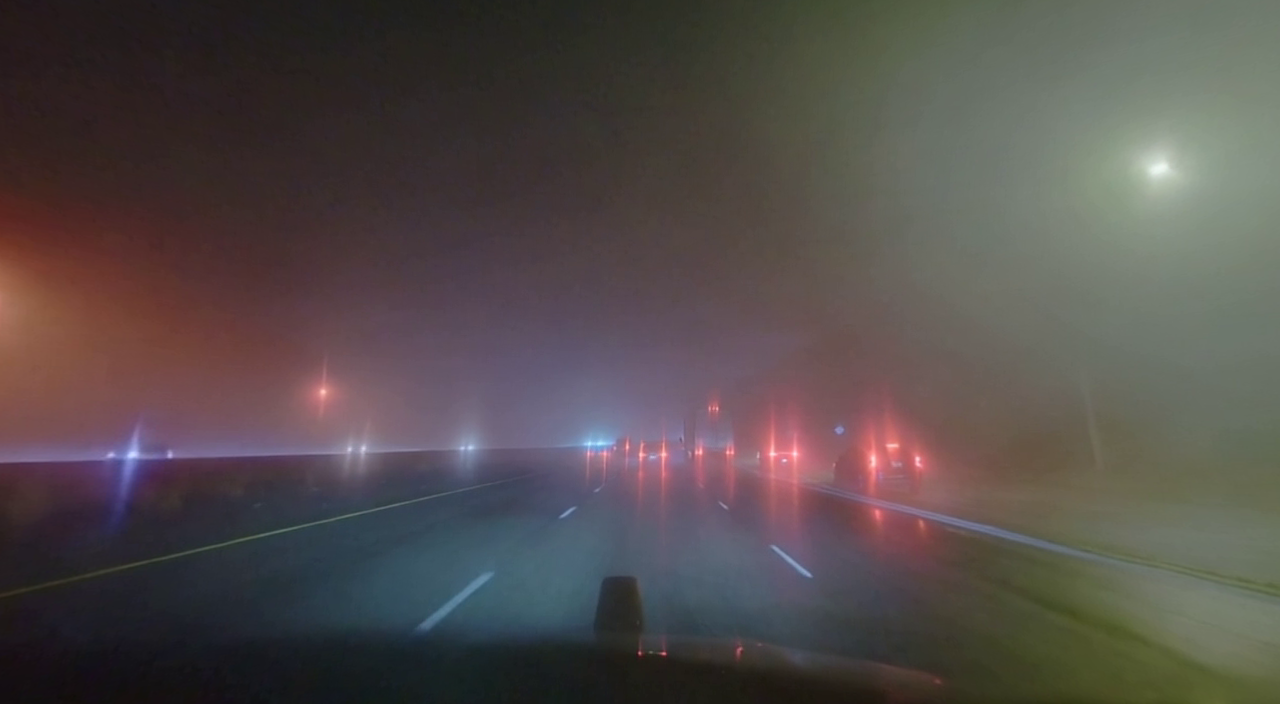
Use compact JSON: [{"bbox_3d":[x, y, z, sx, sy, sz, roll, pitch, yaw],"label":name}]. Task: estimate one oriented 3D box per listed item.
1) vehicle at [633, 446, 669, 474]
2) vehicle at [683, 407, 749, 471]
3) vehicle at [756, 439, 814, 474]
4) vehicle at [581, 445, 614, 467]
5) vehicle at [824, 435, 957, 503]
[{"bbox_3d":[0.614,5.994,35.196,1.866,1.492,3.932,0,-9,1],"label":"vehicle"},{"bbox_3d":[4.704,5.820,41.650,3.130,3.607,11.129,0,-9,1],"label":"vehicle"},{"bbox_3d":[7.994,5.787,35.149,2.143,1.775,4.729,0,-9,0],"label":"vehicle"},{"bbox_3d":[-3.136,7.746,47.052,2.132,1.506,4.256,0,-9,0],"label":"vehicle"},{"bbox_3d":[7.020,3.311,18.244,2.044,1.676,4.421,0,-9,0],"label":"vehicle"}]
